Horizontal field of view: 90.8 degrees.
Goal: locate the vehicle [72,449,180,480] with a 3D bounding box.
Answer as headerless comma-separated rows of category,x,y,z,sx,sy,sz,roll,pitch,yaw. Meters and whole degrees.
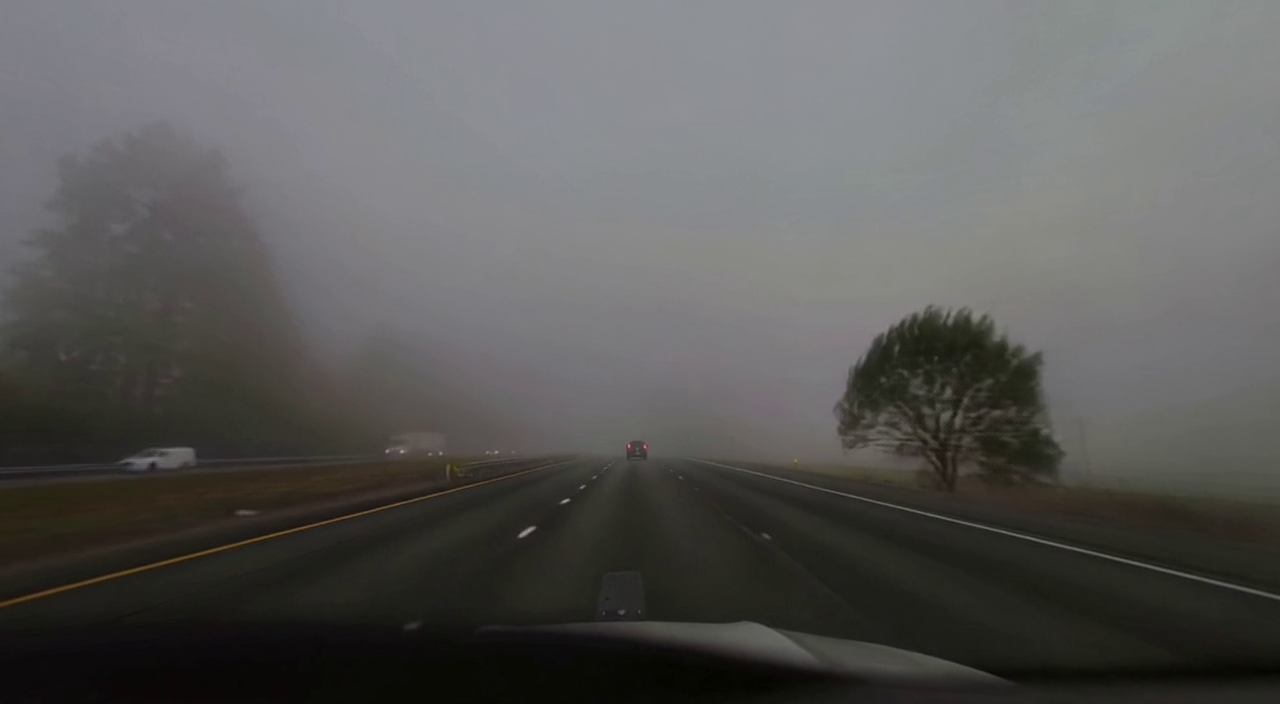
vehicle,-36.498,7.984,45.188,2.205,2.001,6.465,0,-9,0
